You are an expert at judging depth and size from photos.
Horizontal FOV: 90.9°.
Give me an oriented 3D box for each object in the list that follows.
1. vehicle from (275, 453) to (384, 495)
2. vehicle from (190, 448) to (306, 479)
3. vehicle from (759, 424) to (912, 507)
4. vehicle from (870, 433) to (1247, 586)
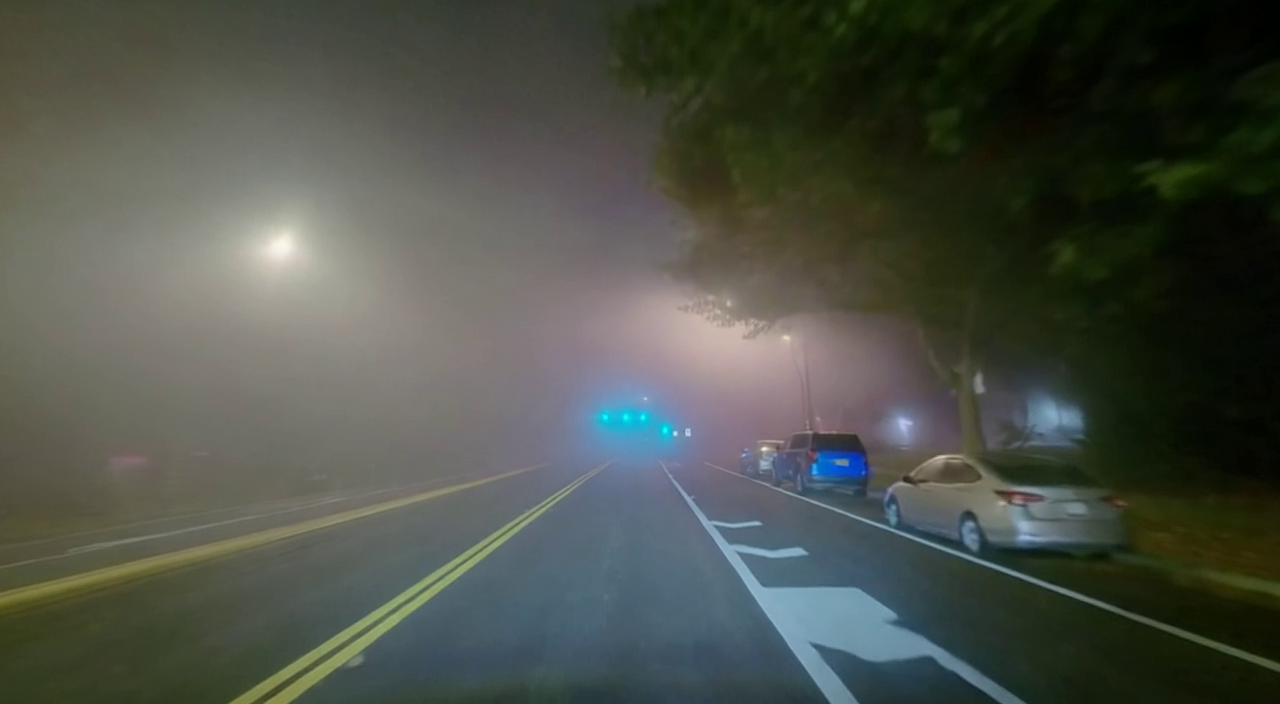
[{"bbox_3d":[-12.526,4.936,25.853,1.983,1.513,4.662,0,-9,2],"label":"vehicle"},{"bbox_3d":[-20.848,5.944,33.691,4.715,1.560,2.131,0,-9,-1],"label":"vehicle"},{"bbox_3d":[4.748,2.821,16.360,2.218,1.789,5.146,0,-8,-1],"label":"vehicle"},{"bbox_3d":[4.837,1.823,8.356,1.928,1.431,4.570,0,-8,1],"label":"vehicle"}]
